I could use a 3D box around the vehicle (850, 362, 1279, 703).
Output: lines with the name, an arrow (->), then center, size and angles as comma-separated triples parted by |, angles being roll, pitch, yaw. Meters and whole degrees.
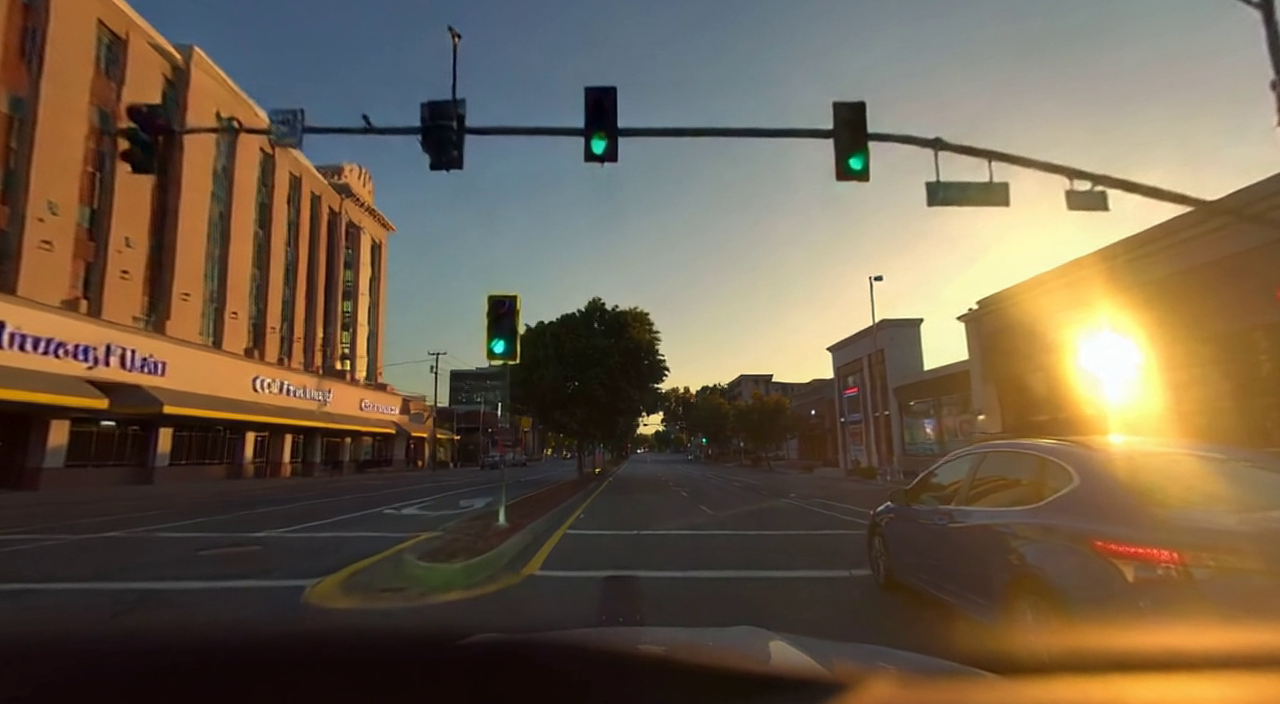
vehicle -> 3.218, 1.123, 3.932 | 2.015, 1.641, 4.995 | 0, -9, -1
